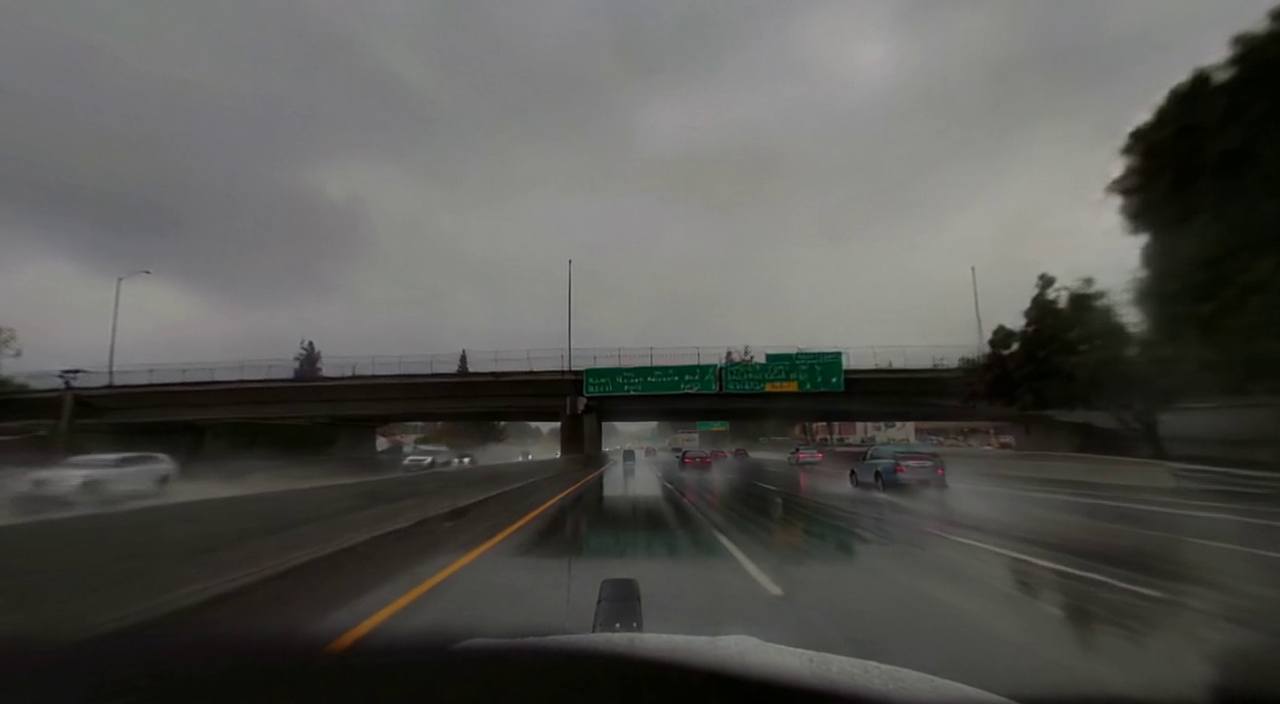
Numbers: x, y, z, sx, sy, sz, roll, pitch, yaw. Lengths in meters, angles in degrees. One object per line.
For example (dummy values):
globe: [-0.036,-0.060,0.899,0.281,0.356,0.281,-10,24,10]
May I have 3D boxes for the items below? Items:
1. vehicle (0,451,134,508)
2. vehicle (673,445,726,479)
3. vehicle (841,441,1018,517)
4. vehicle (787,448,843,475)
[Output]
vehicle: [-20.695,4.383,22.215,1.973,1.727,4.537,0,-9,0]
vehicle: [2.809,5.332,30.890,1.993,1.507,4.594,0,-9,-2]
vehicle: [6.540,2.894,14.964,1.952,1.489,4.483,0,-9,-2]
vehicle: [9.860,6.168,35.872,1.838,1.440,4.121,0,-9,-2]
